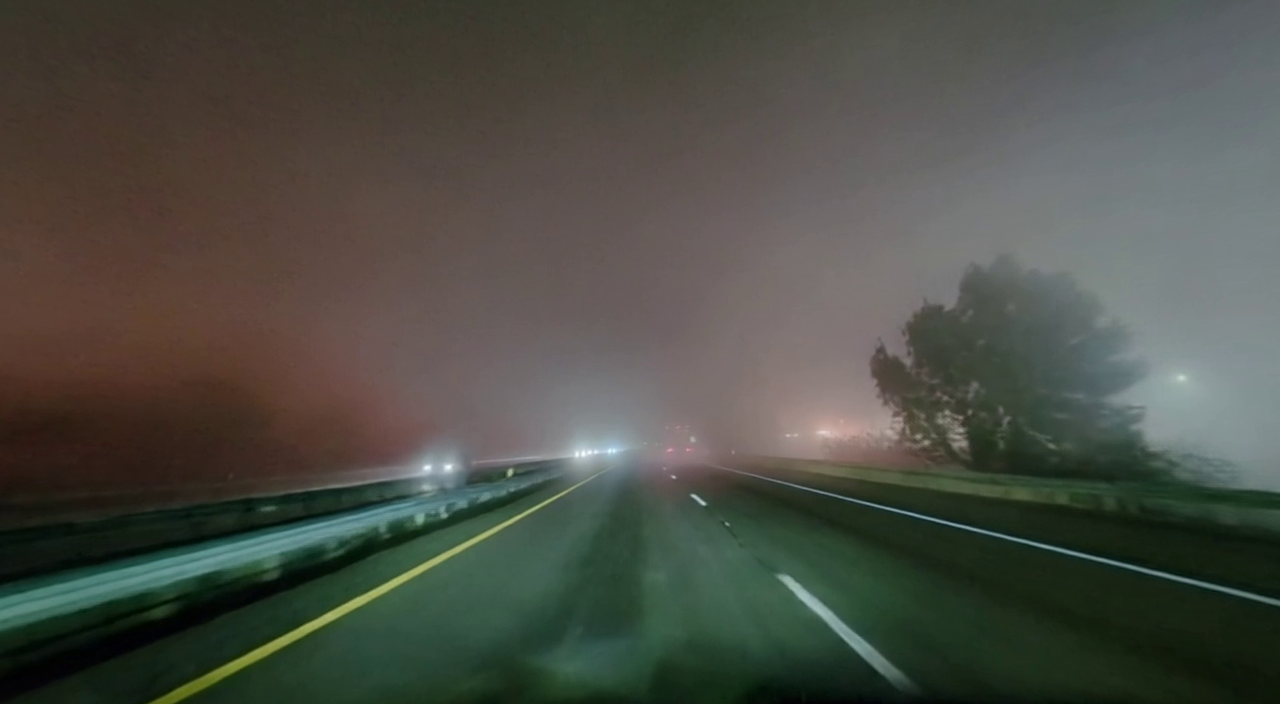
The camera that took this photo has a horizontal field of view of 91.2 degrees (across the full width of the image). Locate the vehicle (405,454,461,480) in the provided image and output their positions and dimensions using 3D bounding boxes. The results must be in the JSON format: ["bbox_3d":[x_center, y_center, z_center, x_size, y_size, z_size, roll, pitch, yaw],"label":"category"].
[{"bbox_3d":[-13.233,7.339,40.390,1.880,1.514,4.697,-1,-9,1],"label":"vehicle"}]
